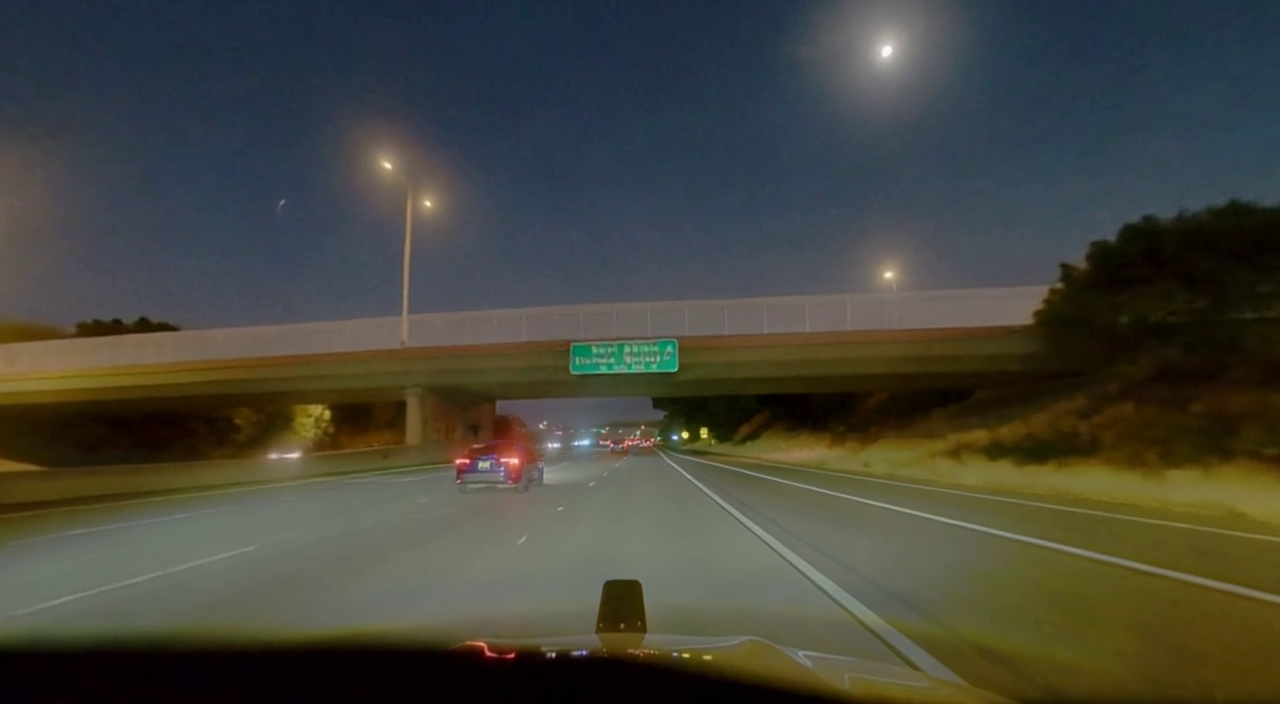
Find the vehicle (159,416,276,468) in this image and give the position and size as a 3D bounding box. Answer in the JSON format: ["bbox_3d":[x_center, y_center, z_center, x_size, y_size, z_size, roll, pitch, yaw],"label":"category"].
[{"bbox_3d":[-32.939,7.103,49.504,3.045,3.776,8.341,-1,-8,2],"label":"vehicle"}]

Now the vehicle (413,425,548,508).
[{"bbox_3d":[-3.653,2.713,15.303,2.048,1.705,4.384,0,-8,1],"label":"vehicle"}]
